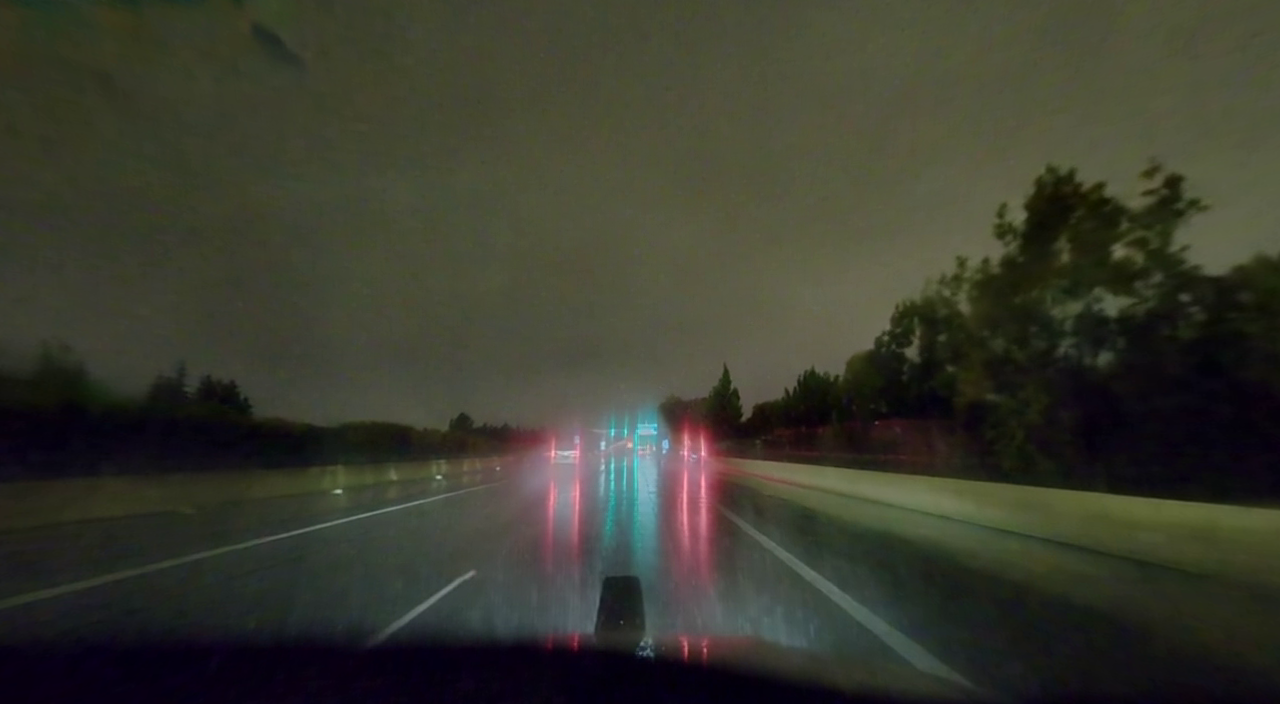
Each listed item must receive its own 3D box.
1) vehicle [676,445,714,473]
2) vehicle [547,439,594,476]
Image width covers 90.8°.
[{"bbox_3d":[3.698,7.280,43.149,2.133,1.746,4.511,0,-9,-1],"label":"vehicle"},{"bbox_3d":[-4.146,6.372,38.332,2.278,2.054,4.498,0,-9,1],"label":"vehicle"}]
